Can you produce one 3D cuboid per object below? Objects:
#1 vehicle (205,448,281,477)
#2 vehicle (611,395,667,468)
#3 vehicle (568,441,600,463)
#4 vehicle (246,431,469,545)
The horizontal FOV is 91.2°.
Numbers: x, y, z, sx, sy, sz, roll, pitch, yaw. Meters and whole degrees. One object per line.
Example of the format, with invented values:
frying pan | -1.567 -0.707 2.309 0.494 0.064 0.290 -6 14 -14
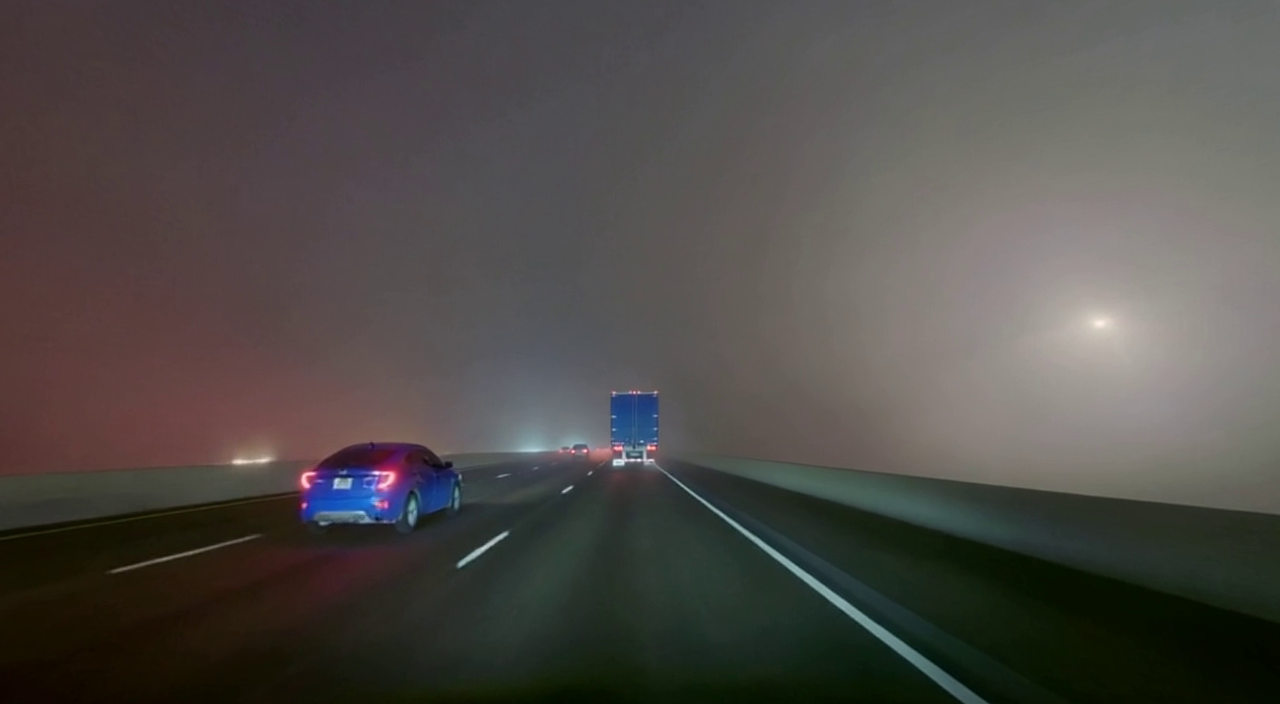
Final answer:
vehicle | -24.554 6.827 38.969 1.872 1.634 4.410 0 -9 0
vehicle | -0.180 5.285 40.592 3.123 4.094 10.812 0 -9 -1
vehicle | -4.149 7.507 46.943 2.006 1.572 4.082 0 -9 0
vehicle | -4.284 2.108 10.292 1.895 1.500 3.808 0 -9 0
